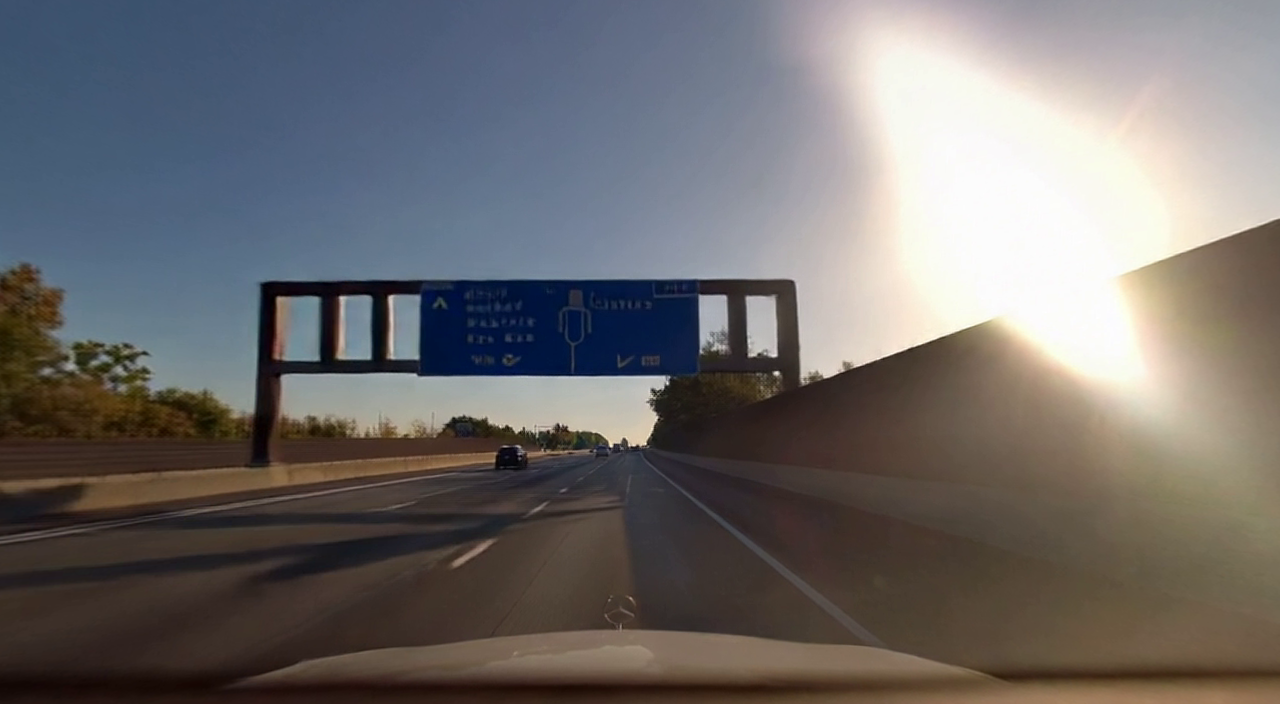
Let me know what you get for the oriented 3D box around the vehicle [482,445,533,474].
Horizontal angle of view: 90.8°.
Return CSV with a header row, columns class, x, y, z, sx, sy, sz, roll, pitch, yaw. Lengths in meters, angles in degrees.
class,x,y,z,sx,sy,sz,roll,pitch,yaw
vehicle,-7.792,6.369,37.580,2.098,1.606,4.227,0,-9,0
